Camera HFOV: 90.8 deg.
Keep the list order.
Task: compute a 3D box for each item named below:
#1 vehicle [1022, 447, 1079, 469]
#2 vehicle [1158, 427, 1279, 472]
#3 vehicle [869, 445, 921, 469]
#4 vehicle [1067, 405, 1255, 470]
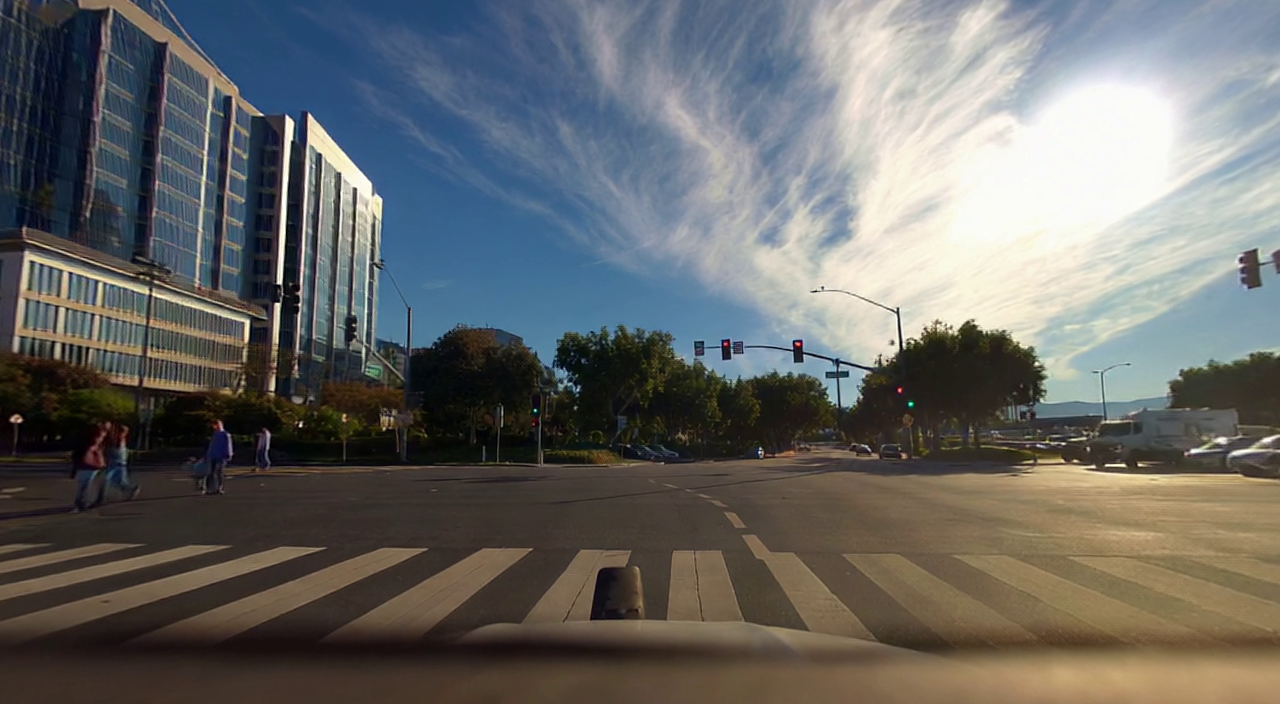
[{"bbox_3d":[27.695,7.137,42.749,1.589,1.405,3.633,-1,-9,5],"label":"vehicle"},{"bbox_3d":[21.114,3.361,21.736,4.740,1.464,1.876,-1,-9,3],"label":"vehicle"},{"bbox_3d":[17.503,7.183,43.532,1.789,1.557,4.293,0,-9,1],"label":"vehicle"},{"bbox_3d":[22.939,3.818,28.103,5.855,2.746,2.523,-1,-9,3],"label":"vehicle"}]
